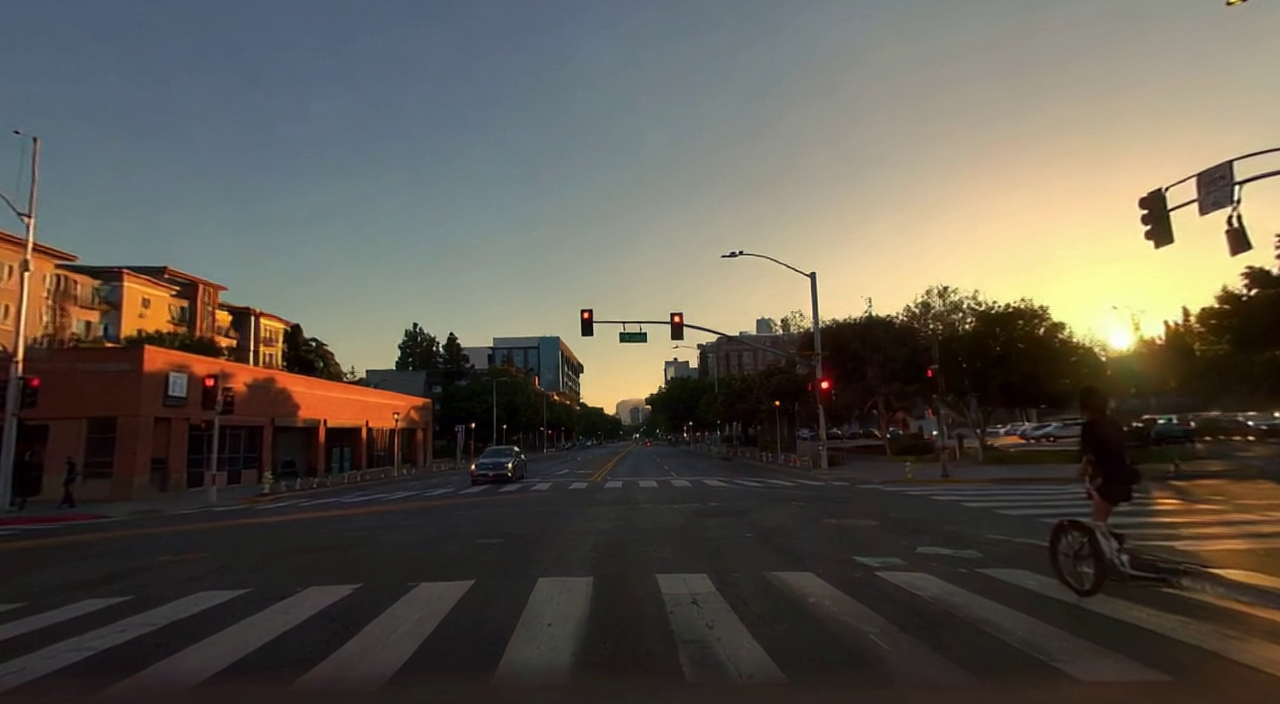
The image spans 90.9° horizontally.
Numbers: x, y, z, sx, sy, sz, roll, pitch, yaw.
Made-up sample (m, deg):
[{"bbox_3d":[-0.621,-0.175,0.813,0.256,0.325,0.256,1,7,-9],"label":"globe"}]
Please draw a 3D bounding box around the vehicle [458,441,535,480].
[{"bbox_3d":[-5.892,4.498,26.487,2.127,1.473,4.428,0,-8,1],"label":"vehicle"}]
